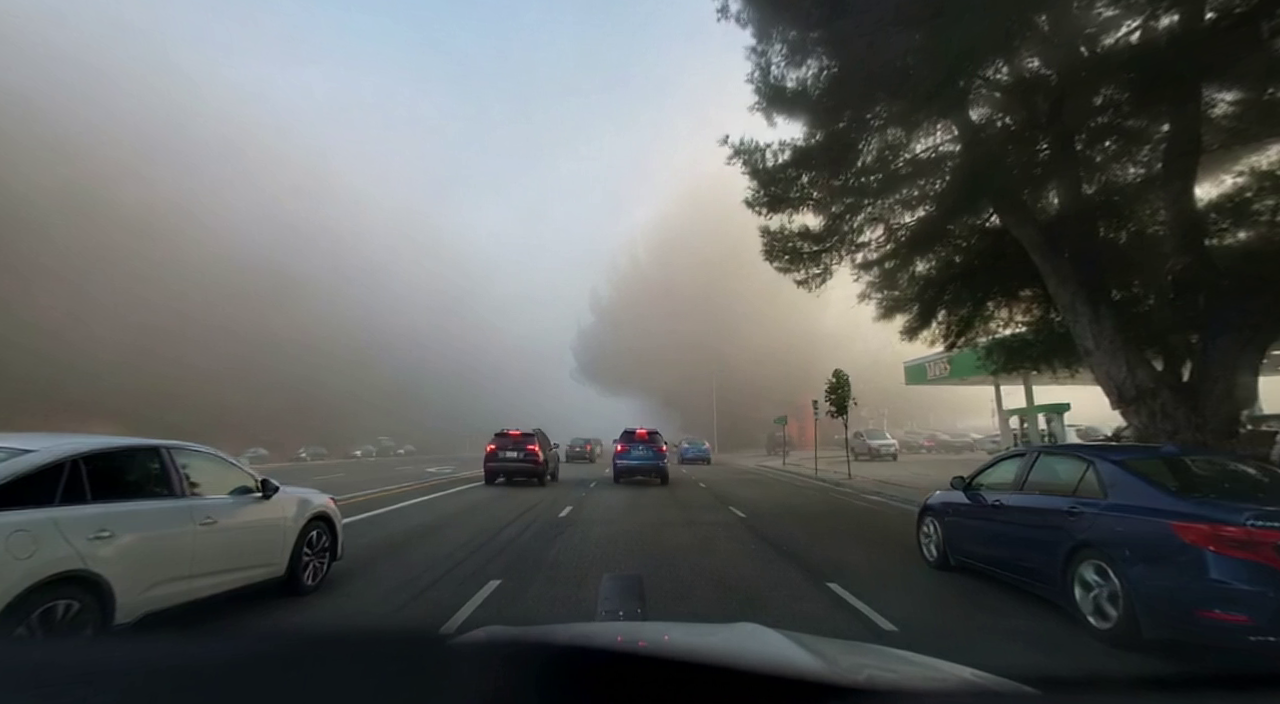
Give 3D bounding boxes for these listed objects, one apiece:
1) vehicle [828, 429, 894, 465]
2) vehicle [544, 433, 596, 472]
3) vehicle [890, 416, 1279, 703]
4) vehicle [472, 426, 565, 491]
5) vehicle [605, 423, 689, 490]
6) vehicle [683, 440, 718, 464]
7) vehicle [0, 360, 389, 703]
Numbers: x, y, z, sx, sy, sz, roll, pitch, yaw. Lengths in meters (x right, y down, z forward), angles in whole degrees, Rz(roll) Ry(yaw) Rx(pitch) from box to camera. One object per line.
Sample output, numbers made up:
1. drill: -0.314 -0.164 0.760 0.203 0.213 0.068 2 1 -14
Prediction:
1. vehicle: 11.847 5.145 34.219 1.918 1.765 4.668 0 -8 0
2. vehicle: -3.160 4.620 29.241 1.871 1.673 3.920 0 -8 1
3. vehicle: 3.944 1.353 5.177 1.888 1.456 4.589 0 -8 0
4. vehicle: -3.462 3.122 18.837 1.932 1.695 4.150 0 -8 0
5. vehicle: 0.169 3.163 19.396 2.279 1.803 4.254 0 -8 0
6. vehicle: 4.089 6.844 43.463 1.926 1.522 3.852 0 -8 -1
7. vehicle: -3.450 1.088 4.236 1.864 1.574 4.031 0 -8 0
